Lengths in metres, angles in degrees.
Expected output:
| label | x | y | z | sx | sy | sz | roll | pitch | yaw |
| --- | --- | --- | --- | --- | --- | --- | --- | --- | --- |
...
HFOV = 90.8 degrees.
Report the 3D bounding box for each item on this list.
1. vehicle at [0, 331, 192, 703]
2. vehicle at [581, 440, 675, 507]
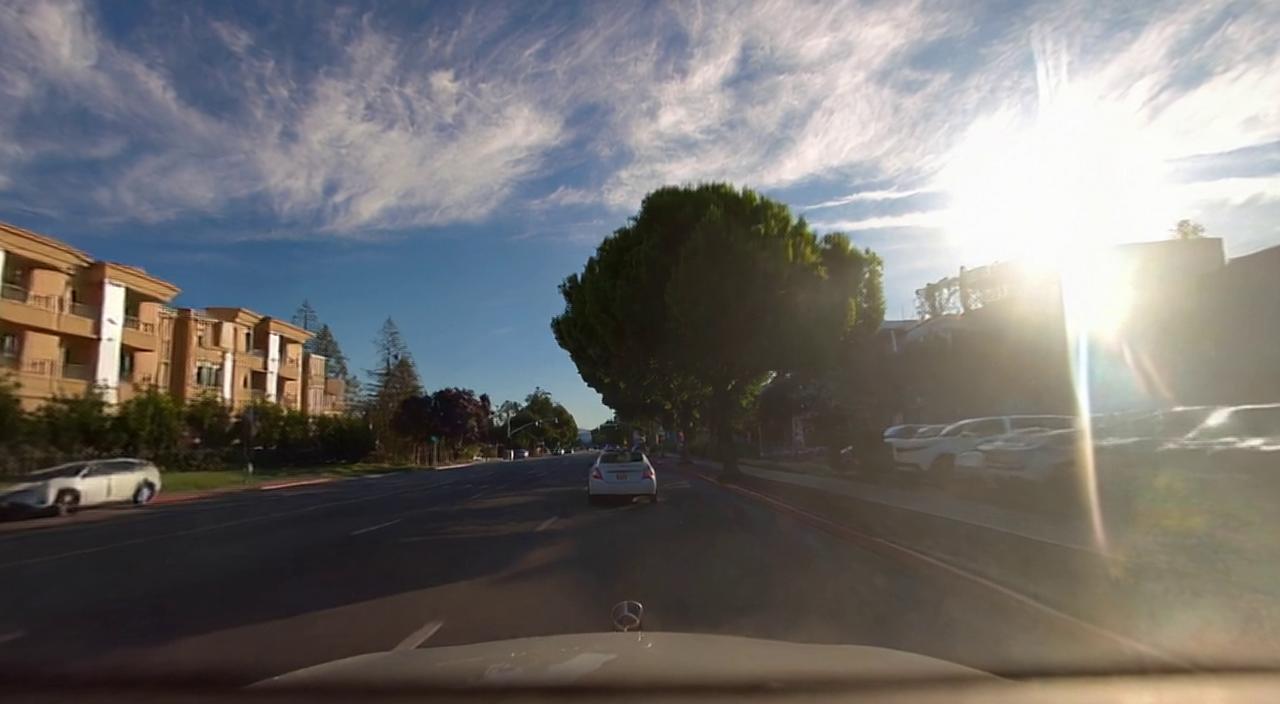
| label | x | y | z | sx | sy | sz | roll | pitch | yaw |
| --- | --- | --- | --- | --- | --- | --- | --- | --- | --- |
| vehicle | -3.263 | 0.556 | 0.533 | 2.294 | 1.695 | 4.792 | 0 | -8 | -1 |
| vehicle | -0.303 | 3.062 | 16.454 | 2.116 | 1.479 | 4.358 | 0 | -8 | -1 |
